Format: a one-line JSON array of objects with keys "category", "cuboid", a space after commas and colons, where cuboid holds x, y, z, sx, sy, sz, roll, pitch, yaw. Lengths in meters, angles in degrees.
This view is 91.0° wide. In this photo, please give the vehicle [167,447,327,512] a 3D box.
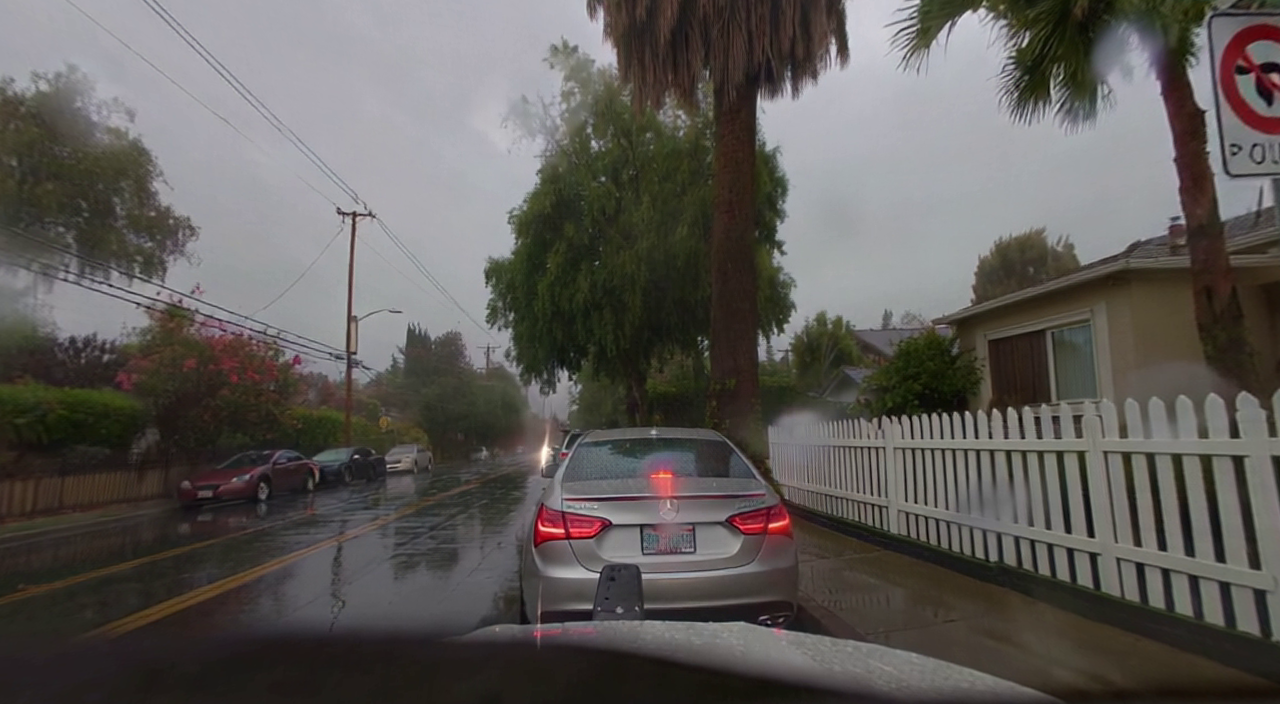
[{"category": "vehicle", "cuboid": [-11.398, 3.660, 18.795, 2.017, 1.627, 5.039, 1, -8, -7]}]

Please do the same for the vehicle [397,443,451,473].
[{"category": "vehicle", "cuboid": [-13.180, 6.461, 38.720, 2.060, 1.689, 4.999, 1, -8, -7]}]

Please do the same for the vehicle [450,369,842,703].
[{"category": "vehicle", "cuboid": [-0.128, 1.213, 5.003, 1.894, 1.695, 3.795, 1, -8, -5]}]

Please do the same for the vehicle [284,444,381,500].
[{"category": "vehicle", "cuboid": [-12.158, 4.705, 25.257, 2.048, 1.485, 4.757, -4, -4, -8]}]
